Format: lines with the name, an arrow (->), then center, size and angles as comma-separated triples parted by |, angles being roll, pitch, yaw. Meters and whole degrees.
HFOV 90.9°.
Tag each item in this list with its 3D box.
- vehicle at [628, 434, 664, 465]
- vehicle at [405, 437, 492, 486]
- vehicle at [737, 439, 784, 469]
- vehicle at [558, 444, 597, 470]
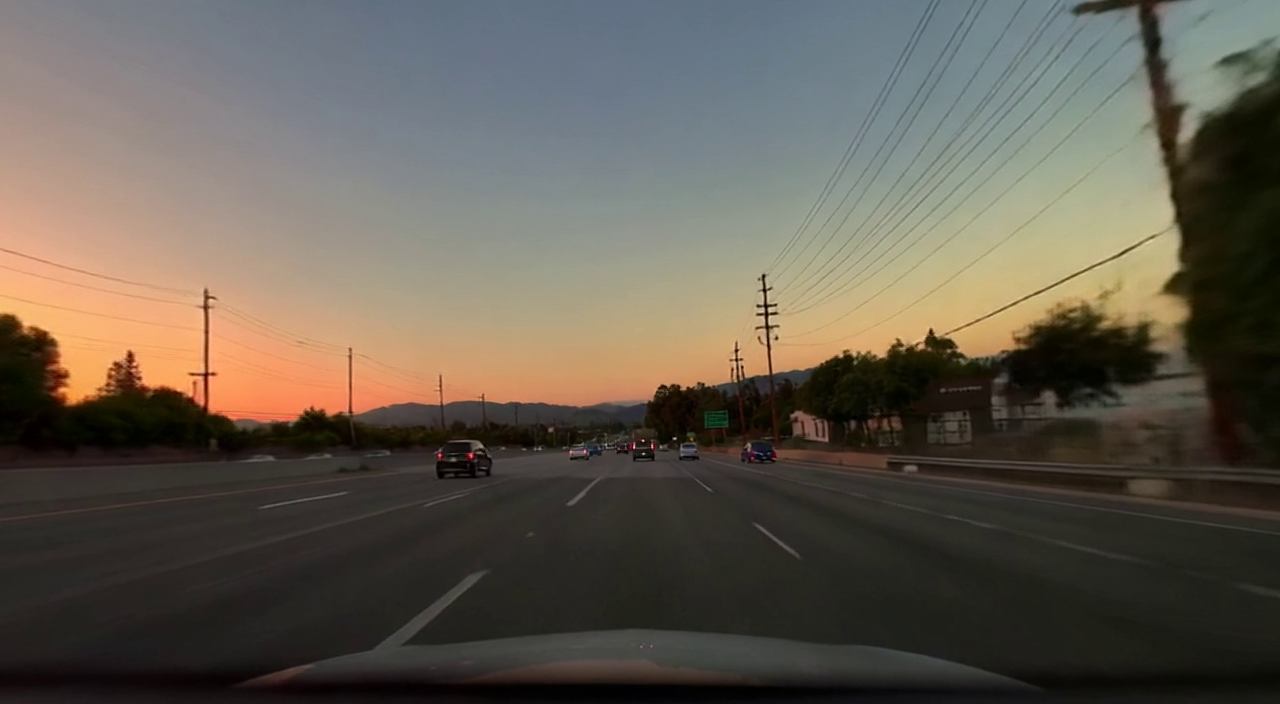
vehicle -> 0.376, 7.364, 47.729 | 2.622, 2.208, 5.320 | 0, -8, -1
vehicle -> -7.386, 4.261, 24.831 | 2.007, 1.732, 4.395 | 0, -9, 0
vehicle -> 7.243, 6.148, 38.259 | 1.937, 1.698, 4.322 | 0, -8, -1
vehicle -> -3.854, 6.524, 39.360 | 1.979, 1.469, 4.378 | 0, -9, 0
